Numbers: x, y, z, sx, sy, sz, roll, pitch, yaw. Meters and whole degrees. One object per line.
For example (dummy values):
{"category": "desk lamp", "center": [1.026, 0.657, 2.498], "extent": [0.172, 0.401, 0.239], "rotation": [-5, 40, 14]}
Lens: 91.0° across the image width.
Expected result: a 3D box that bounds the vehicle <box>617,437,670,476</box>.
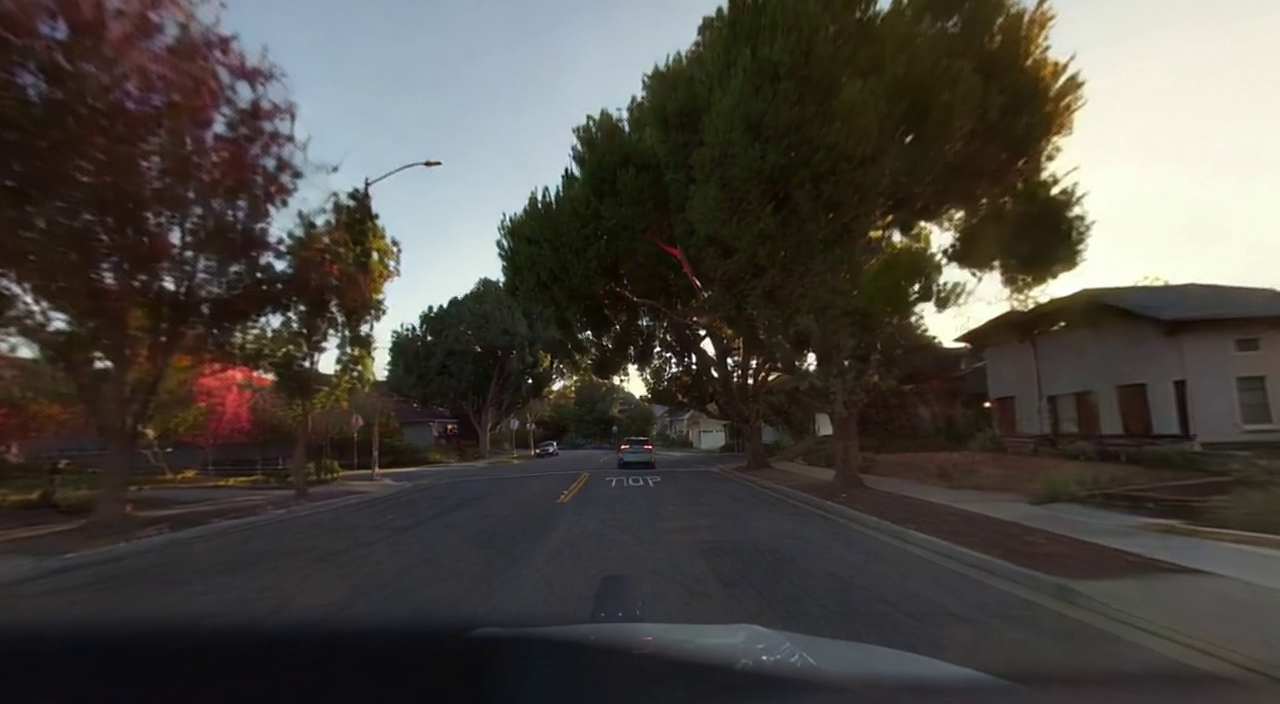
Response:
{"category": "vehicle", "center": [0.083, 4.421, 26.805], "extent": [2.043, 1.484, 4.340], "rotation": [0, -9, -1]}
